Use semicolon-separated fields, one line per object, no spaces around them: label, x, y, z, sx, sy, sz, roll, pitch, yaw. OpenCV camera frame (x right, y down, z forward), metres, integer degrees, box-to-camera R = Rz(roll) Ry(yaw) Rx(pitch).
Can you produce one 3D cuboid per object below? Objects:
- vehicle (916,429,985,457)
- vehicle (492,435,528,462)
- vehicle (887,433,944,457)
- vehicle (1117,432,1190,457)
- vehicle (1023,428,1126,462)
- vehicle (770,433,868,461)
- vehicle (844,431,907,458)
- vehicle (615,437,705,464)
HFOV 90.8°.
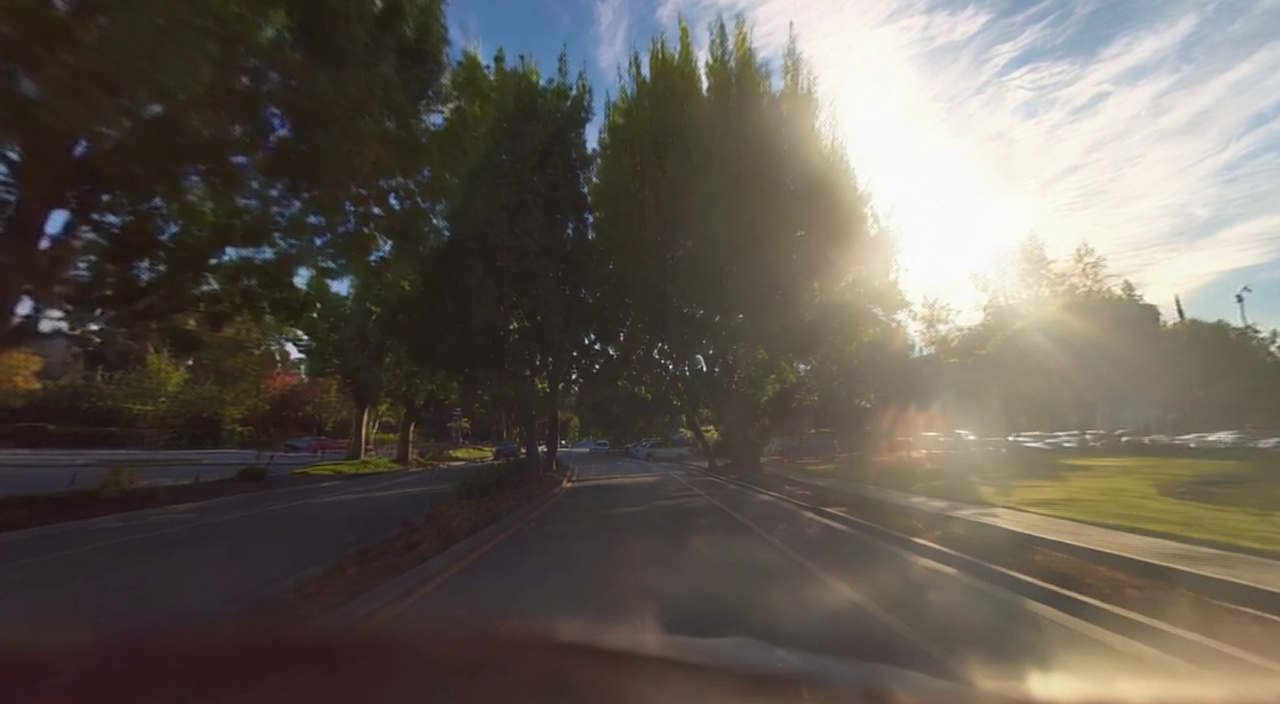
vehicle;20.671;6.111;42.318;2.023;1.736;4.227;1;-8;-8
vehicle;-9.263;6.916;45.480;2.100;1.771;4.463;0;-8;-6
vehicle;17.944;6.080;41.356;1.673;1.436;3.700;1;-8;-8
vehicle;36.077;6.497;44.502;1.790;1.665;3.807;1;-8;-4
vehicle;21.114;4.542;30.744;3.830;1.429;1.890;4;-10;-10
vehicle;10.027;5.358;35.655;4.870;1.507;2.073;0;-8;0
vehicle;15.444;6.097;41.765;2.073;1.642;4.468;0;-8;-6
vehicle;1.159;5.867;37.612;4.890;1.478;2.253;-6;-10;32
